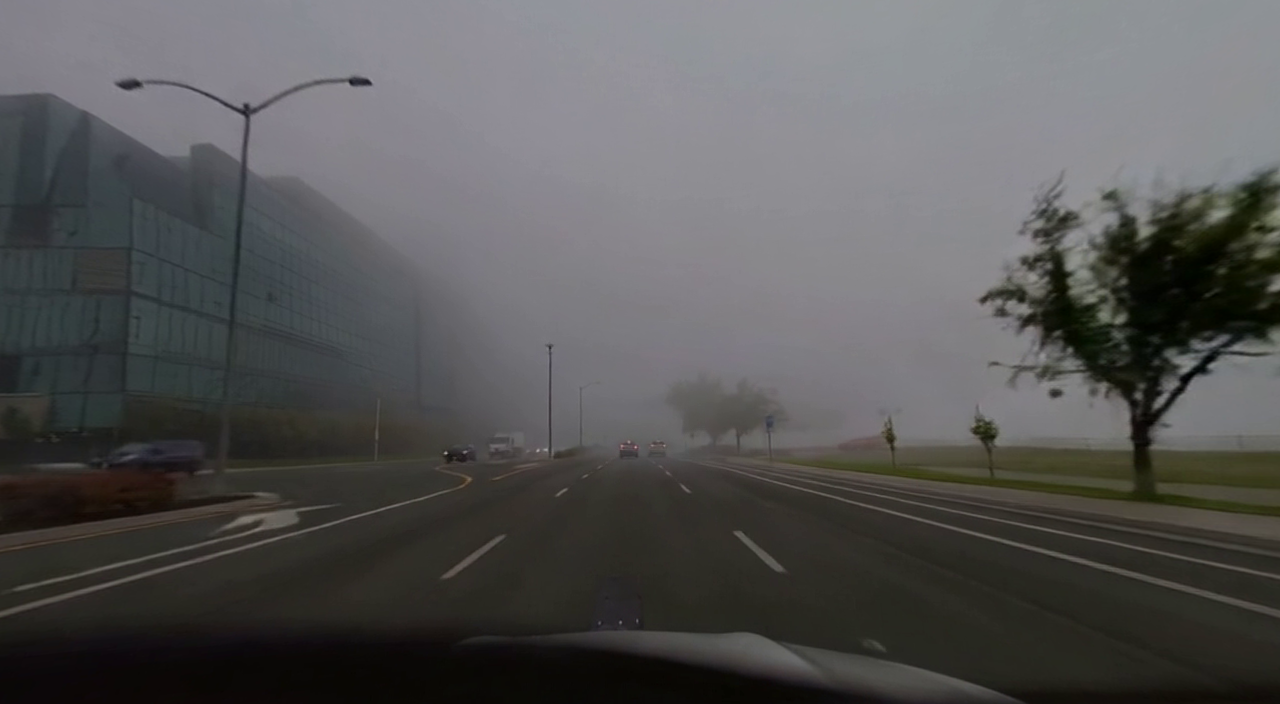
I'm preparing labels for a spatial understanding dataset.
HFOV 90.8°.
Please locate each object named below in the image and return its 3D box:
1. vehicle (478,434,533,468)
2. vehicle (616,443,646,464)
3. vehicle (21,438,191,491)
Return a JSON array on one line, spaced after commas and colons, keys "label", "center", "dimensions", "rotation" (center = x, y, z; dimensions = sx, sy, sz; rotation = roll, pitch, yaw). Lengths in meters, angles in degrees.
[{"label": "vehicle", "center": [-8.517, 6.290, 40.666], "dimensions": [2.631, 1.990, 5.787], "rotation": [0, -8, -4]}, {"label": "vehicle", "center": [-0.661, 7.274, 45.546], "dimensions": [2.080, 1.445, 4.096], "rotation": [0, -8, -2]}, {"label": "vehicle", "center": [-21.439, 4.502, 25.817], "dimensions": [2.180, 1.902, 5.475], "rotation": [0, -8, -1]}]
